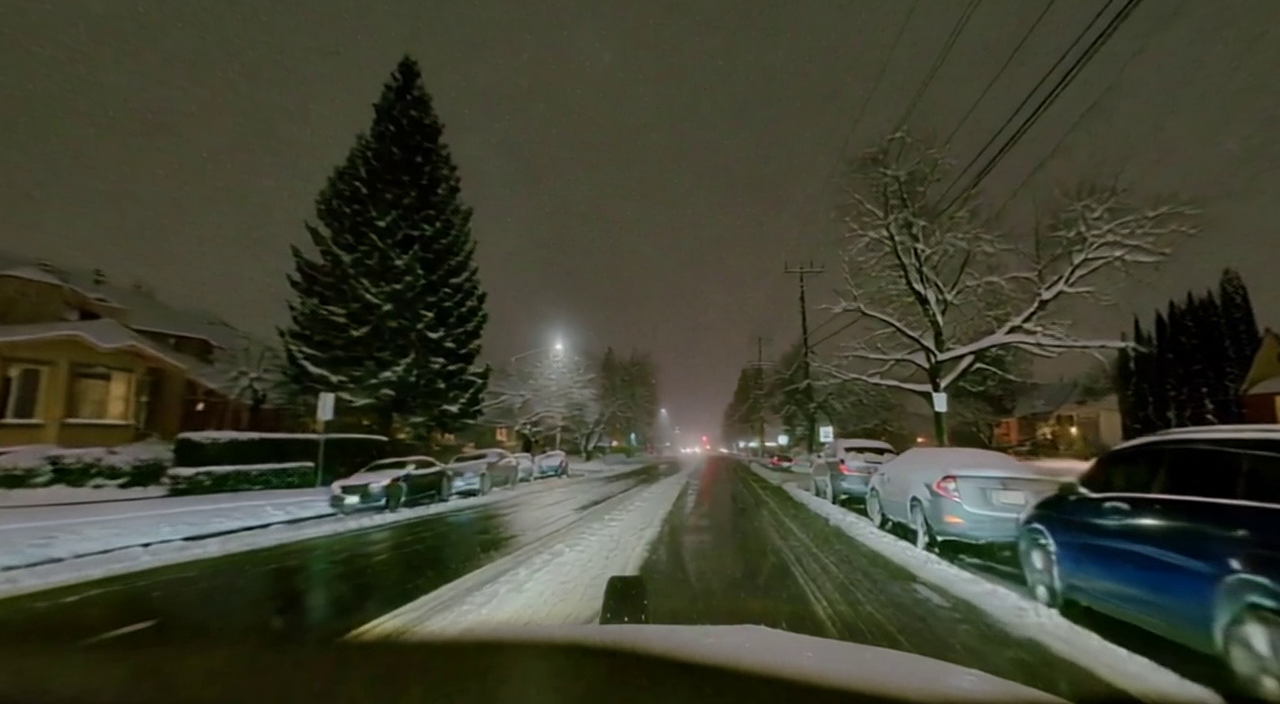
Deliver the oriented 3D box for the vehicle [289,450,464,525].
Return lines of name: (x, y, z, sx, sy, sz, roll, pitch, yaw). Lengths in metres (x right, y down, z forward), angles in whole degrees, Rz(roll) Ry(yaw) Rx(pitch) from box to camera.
vehicle: (-6.177, 3.208, 15.546, 1.963, 1.470, 4.671, -2, -9, 5)

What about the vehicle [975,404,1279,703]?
vehicle: (4.480, 1.331, 4.565, 2.062, 1.718, 4.517, -1, -8, 7)

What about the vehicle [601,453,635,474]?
vehicle: (-1.645, 8.710, 49.273, 1.903, 1.463, 4.526, -2, -8, 8)

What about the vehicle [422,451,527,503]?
vehicle: (-5.474, 4.186, 21.571, 1.948, 1.477, 4.518, -2, -9, 7)

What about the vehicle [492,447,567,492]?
vehicle: (-4.674, 5.042, 27.463, 1.973, 1.755, 4.528, -2, -9, 7)
